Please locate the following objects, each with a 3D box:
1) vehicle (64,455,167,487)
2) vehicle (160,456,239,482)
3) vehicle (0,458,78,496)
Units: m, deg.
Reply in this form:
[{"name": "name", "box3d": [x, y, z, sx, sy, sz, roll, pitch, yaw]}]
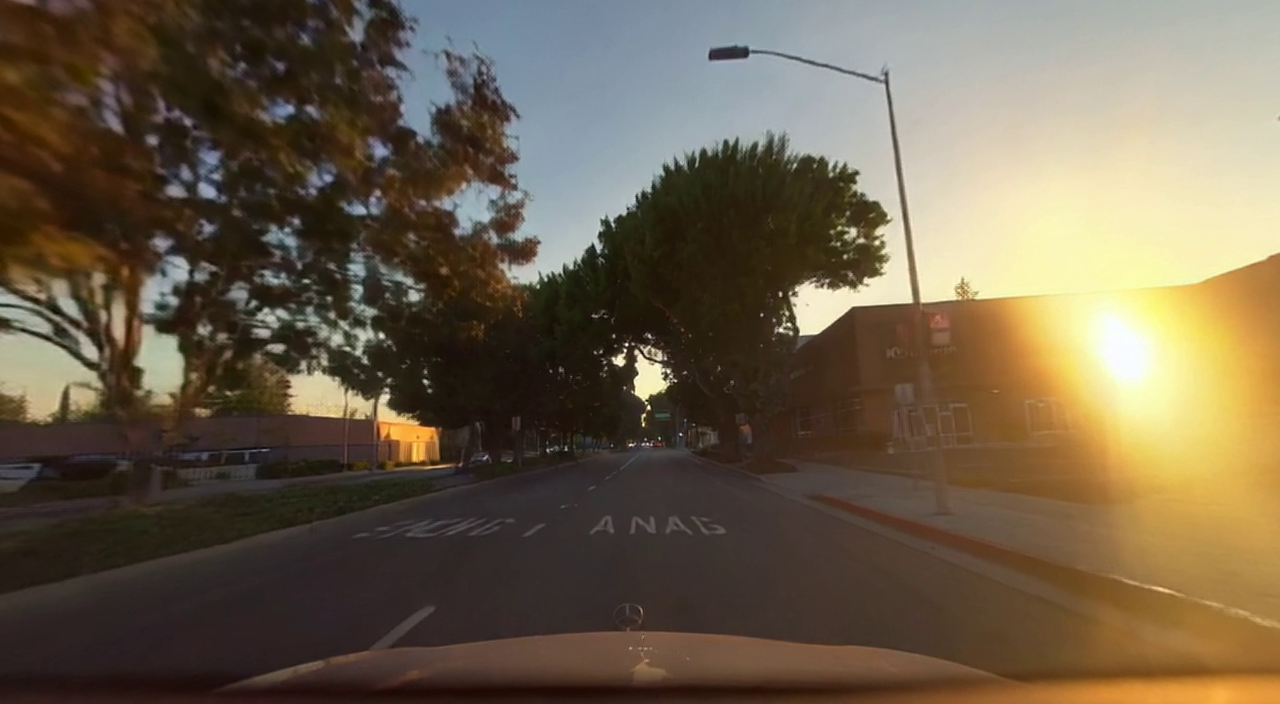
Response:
[{"name": "vehicle", "box3d": [-27.957, 6.329, 33.522, 3.664, 1.564, 2.023, 0, -9, 2]}, {"name": "vehicle", "box3d": [-27.252, 7.245, 38.909, 3.592, 1.501, 1.697, 0, -9, 2]}, {"name": "vehicle", "box3d": [-27.470, 5.458, 27.528, 3.797, 1.527, 1.830, 0, -9, 0]}]
